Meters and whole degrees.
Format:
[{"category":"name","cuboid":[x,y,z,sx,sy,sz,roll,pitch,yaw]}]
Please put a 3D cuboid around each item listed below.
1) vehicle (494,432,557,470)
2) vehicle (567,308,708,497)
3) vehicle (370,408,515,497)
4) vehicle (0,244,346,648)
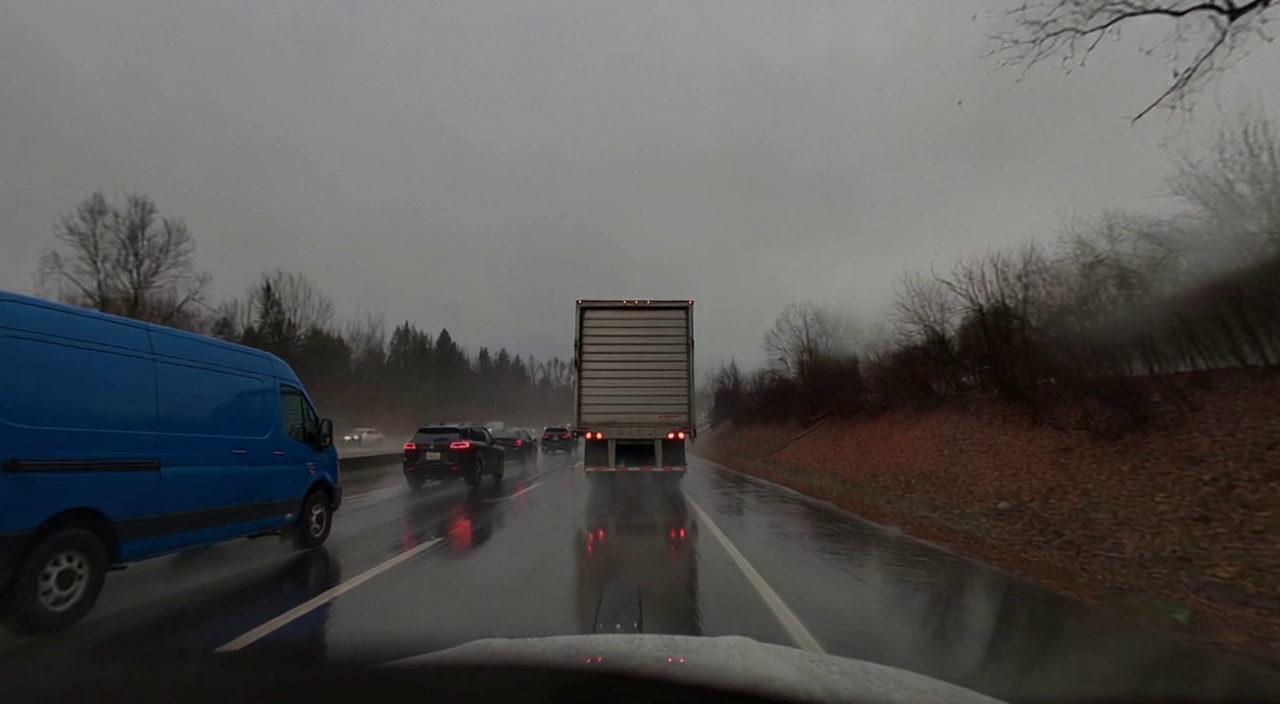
[{"category":"vehicle","cuboid":[-4.897,4.281,27.512,1.931,1.539,4.441,0,-8,0]},{"category":"vehicle","cuboid":[-0.060,1.717,18.421,2.953,4.041,10.072,0,-8,0]},{"category":"vehicle","cuboid":[-4.926,2.586,16.590,2.168,1.985,4.952,0,-8,0]},{"category":"vehicle","cuboid":[-5.260,0.834,5.743,2.478,2.515,5.438,0,-8,0]}]
